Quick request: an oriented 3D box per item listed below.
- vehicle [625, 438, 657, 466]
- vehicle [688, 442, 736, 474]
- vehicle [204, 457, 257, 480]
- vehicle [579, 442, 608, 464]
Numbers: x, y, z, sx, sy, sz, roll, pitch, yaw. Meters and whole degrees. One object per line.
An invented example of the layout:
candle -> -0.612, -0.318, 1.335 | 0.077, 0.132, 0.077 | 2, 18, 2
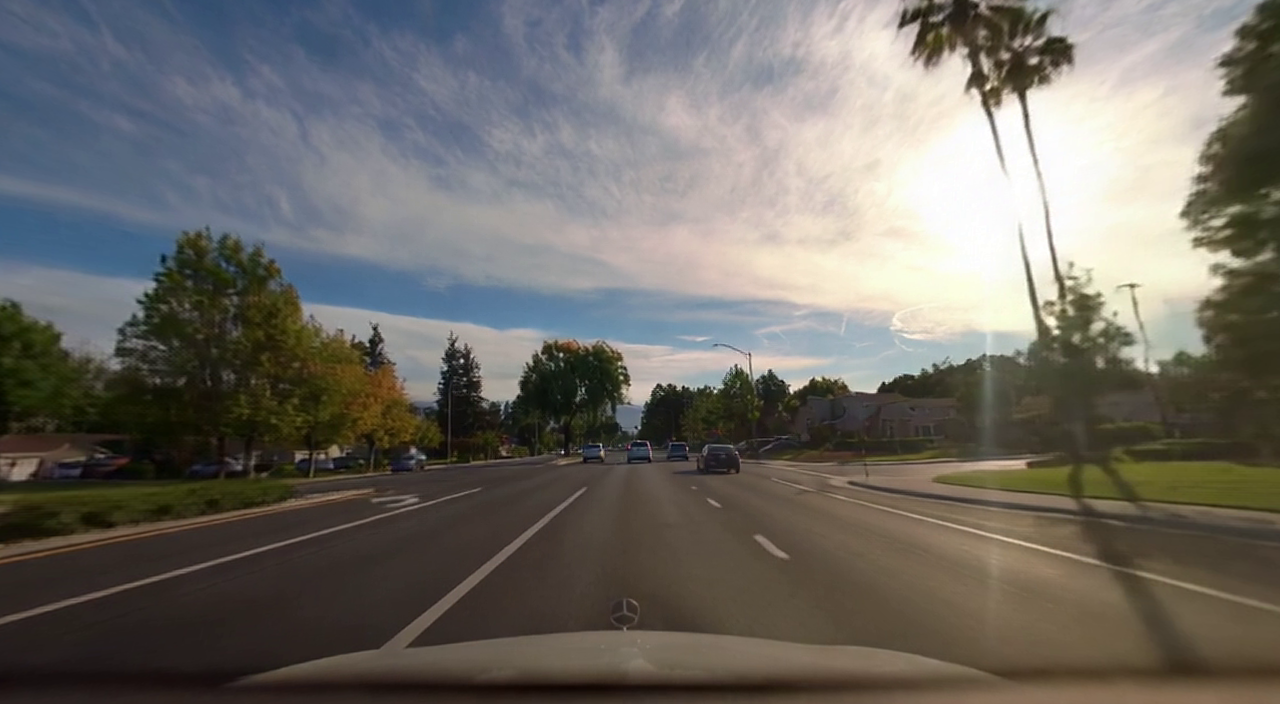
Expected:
vehicle -> 0.053, 6.800, 43.084 | 2.043, 1.734, 4.253 | 0, -8, -1
vehicle -> 3.482, 5.172, 31.189 | 1.830, 1.451, 4.009 | 0, -8, -1
vehicle -> -29.179, 8.258, 44.967 | 4.771, 1.479, 1.888 | -8, -11, 42
vehicle -> -3.597, 7.861, 49.248 | 2.000, 1.569, 3.794 | 0, -8, 0
